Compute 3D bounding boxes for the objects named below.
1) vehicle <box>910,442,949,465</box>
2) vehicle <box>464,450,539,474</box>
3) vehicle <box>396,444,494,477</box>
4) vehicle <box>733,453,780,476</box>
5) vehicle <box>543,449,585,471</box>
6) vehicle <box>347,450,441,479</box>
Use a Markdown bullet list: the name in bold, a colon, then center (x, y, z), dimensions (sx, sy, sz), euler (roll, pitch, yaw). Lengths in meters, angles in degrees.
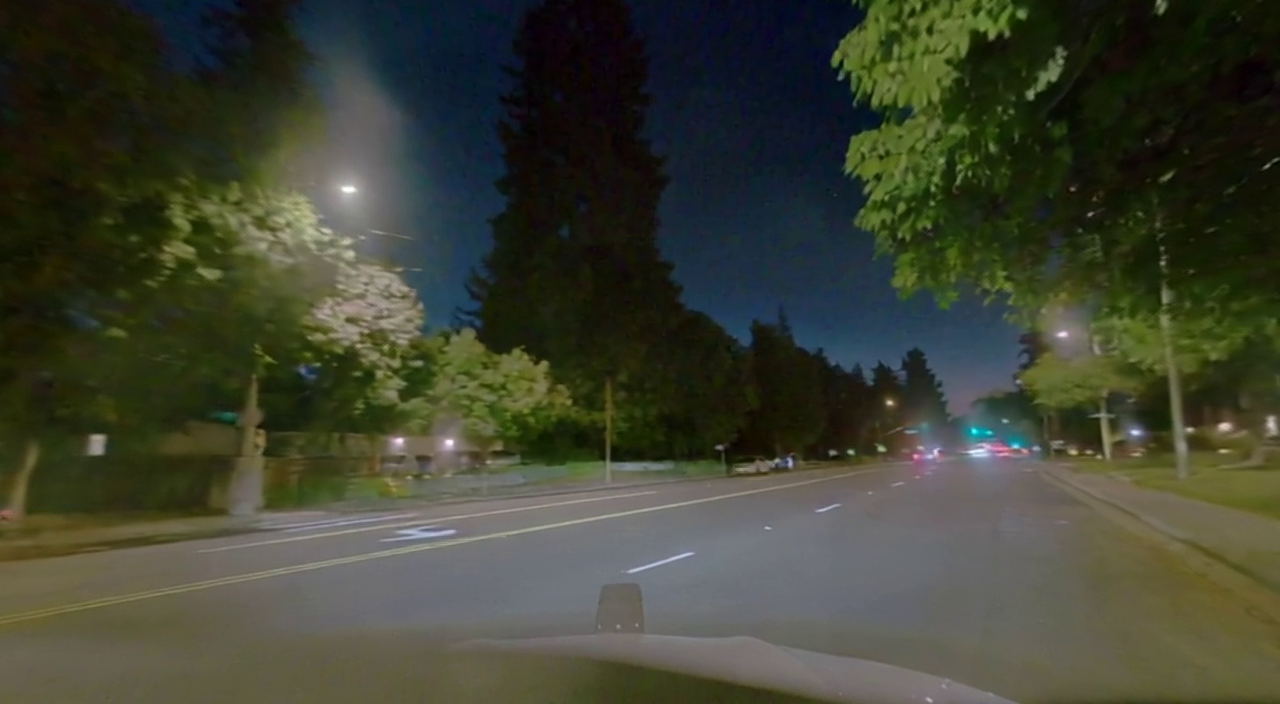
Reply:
- **vehicle**: center (22.570, 7.900, 49.148), dimensions (2.115, 1.696, 4.473), euler (-5, -10, 31)
- **vehicle**: center (-9.108, 7.265, 41.756), dimensions (4.326, 1.452, 2.121), euler (-2, -9, 18)
- **vehicle**: center (-11.875, 6.534, 38.374), dimensions (5.866, 1.877, 2.280), euler (-5, -10, 31)
- **vehicle**: center (8.536, 8.154, 45.948), dimensions (1.936, 1.489, 4.311), euler (-5, -10, 31)
- **vehicle**: center (-5.697, 8.144, 47.904), dimensions (1.769, 1.414, 4.434), euler (-1, -7, 13)
- **vehicle**: center (-13.723, 6.234, 35.178), dimensions (4.937, 1.445, 2.048), euler (-4, -10, 27)
